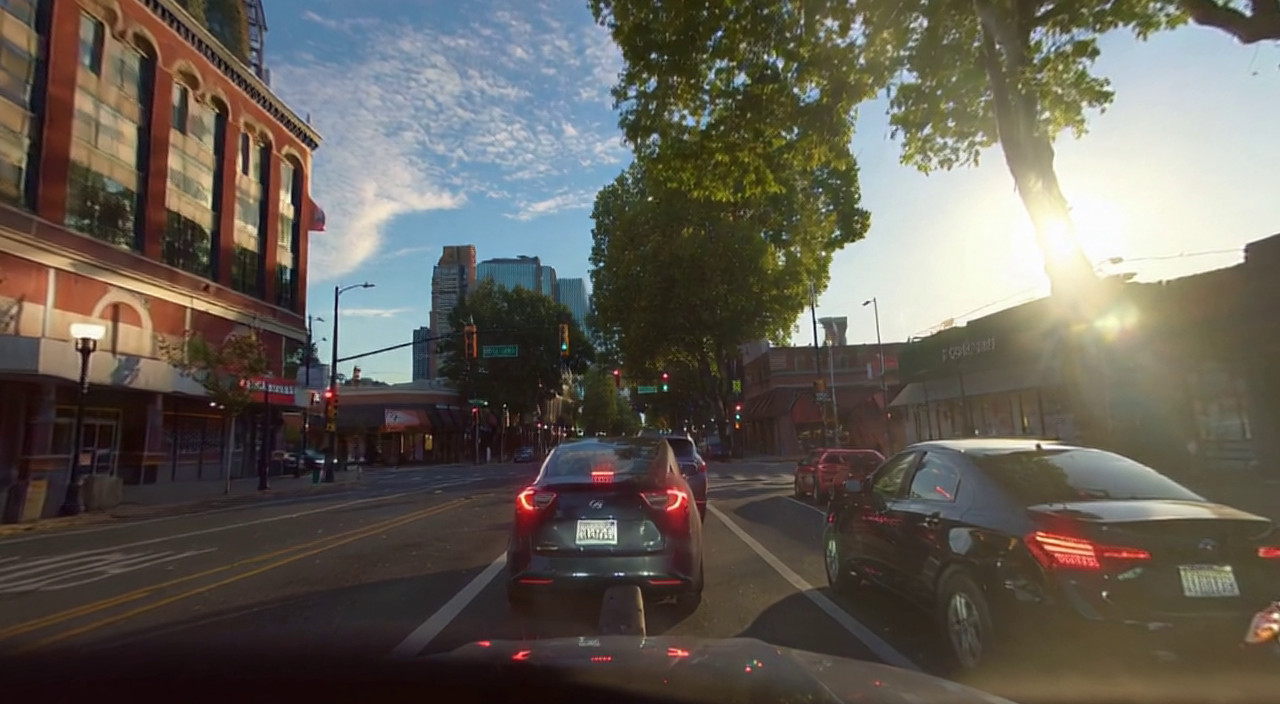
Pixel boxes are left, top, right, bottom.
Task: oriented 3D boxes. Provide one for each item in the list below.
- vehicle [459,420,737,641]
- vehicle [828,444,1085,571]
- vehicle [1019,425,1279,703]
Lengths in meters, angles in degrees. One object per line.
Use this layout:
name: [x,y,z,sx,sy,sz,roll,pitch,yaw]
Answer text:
vehicle: [-0.277,1.498,6.214,1.888,1.489,3.703,0,-8,0]
vehicle: [4.540,2.234,10.024,1.912,1.505,4.618,-1,-8,3]
vehicle: [3.180,0.837,1.106,2.006,1.496,4.767,0,-9,-1]
